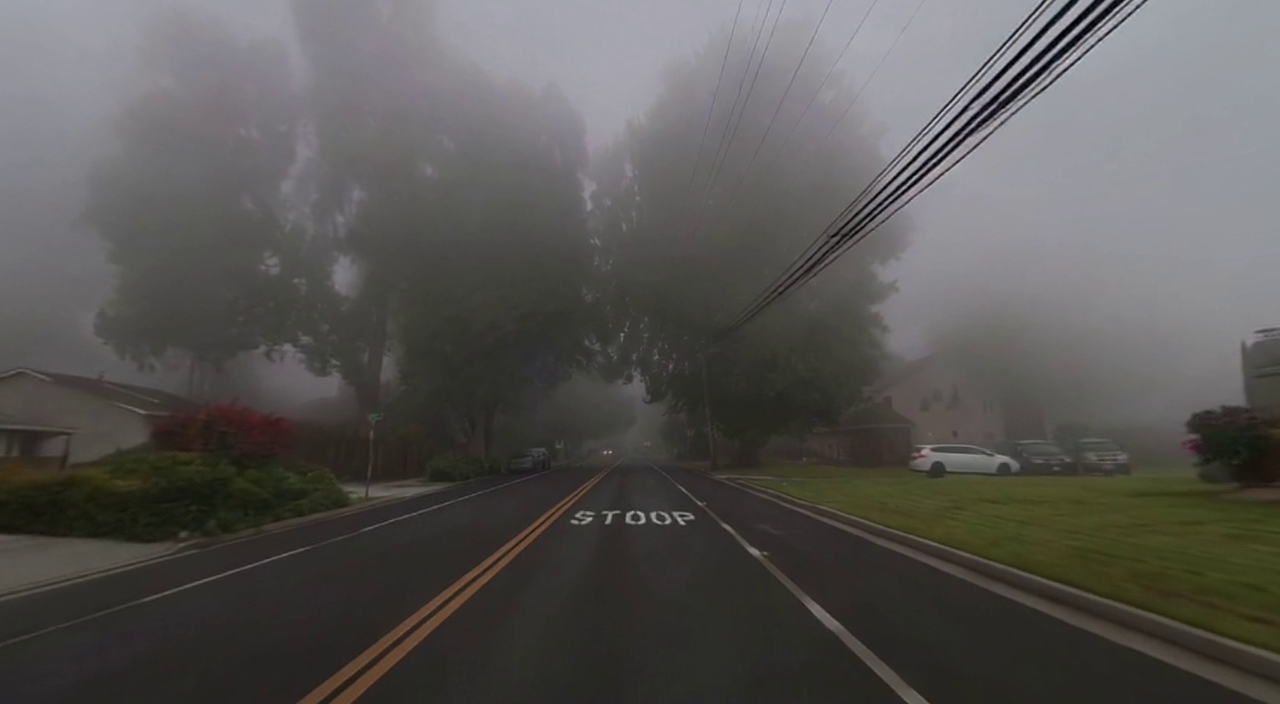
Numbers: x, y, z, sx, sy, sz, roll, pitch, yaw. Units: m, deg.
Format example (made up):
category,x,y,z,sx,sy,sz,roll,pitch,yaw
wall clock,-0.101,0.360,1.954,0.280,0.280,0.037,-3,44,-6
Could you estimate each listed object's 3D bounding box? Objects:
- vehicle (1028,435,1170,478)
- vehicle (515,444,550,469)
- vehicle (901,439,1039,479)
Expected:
category,x,y,z,sx,sy,sz,roll,pitch,yaw
vehicle,19.024,4.342,26.342,4.362,1.480,1.903,-3,-7,0
vehicle,-8.252,8.005,48.664,2.002,1.747,4.466,-1,-7,-1
vehicle,13.684,4.434,26.397,4.624,1.420,2.045,-2,-8,-3
